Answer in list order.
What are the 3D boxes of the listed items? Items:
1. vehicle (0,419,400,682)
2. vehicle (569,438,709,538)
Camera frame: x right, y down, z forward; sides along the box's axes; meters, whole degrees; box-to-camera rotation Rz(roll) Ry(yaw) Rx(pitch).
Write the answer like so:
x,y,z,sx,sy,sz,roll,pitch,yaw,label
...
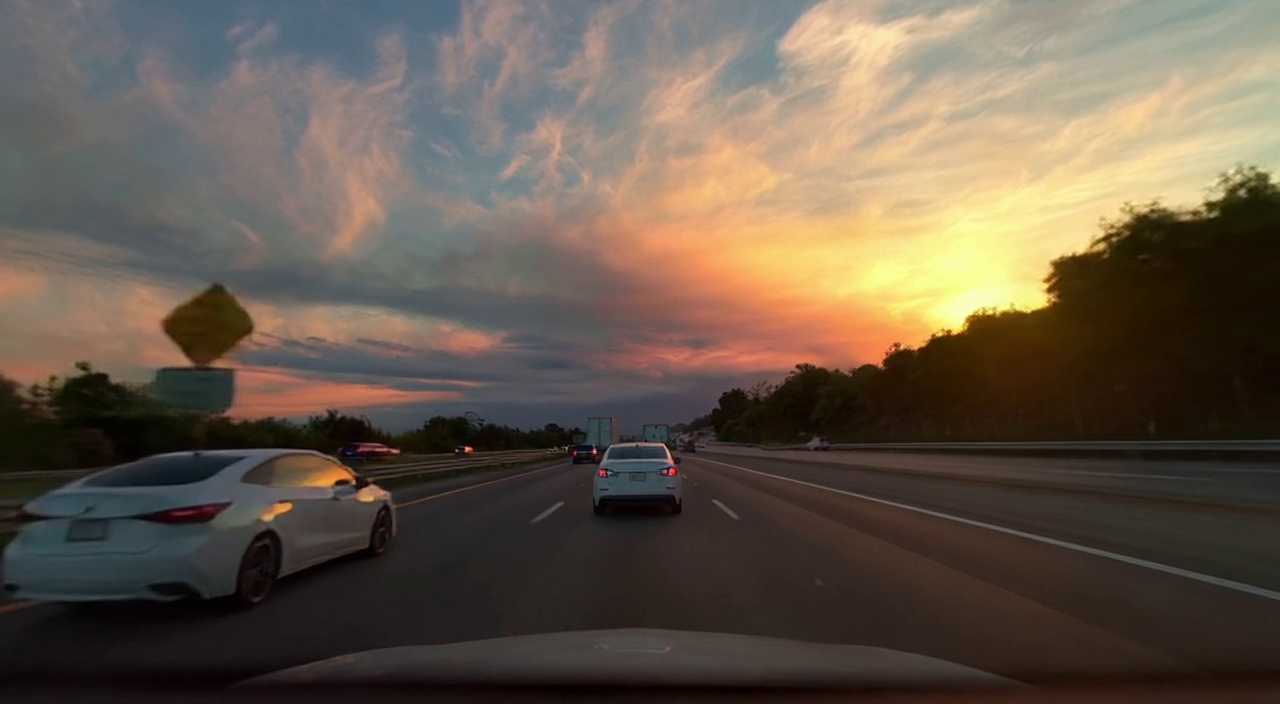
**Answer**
x,y,z,sx,sy,sz,roll,pitch,yaw,label
-4.084,1.499,5.906,1.929,1.509,4.331,0,-9,1,vehicle
-0.040,2.318,11.334,2.057,1.449,3.931,0,-9,-1,vehicle
